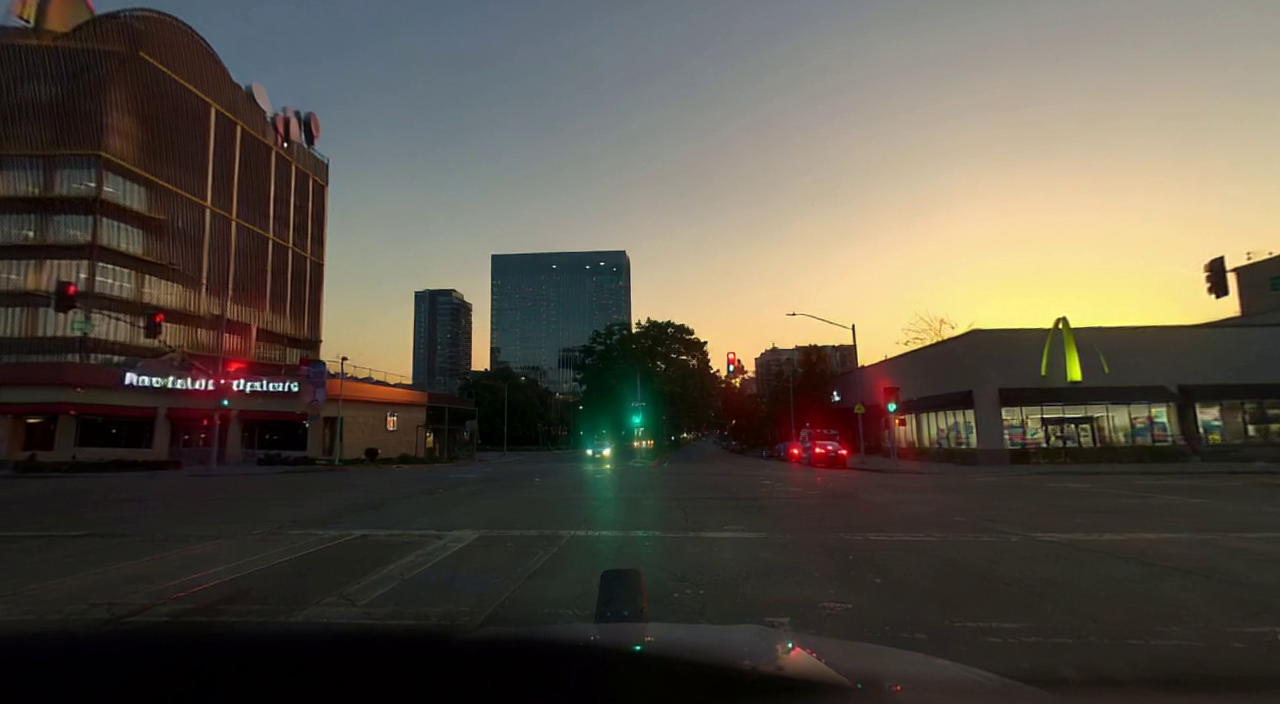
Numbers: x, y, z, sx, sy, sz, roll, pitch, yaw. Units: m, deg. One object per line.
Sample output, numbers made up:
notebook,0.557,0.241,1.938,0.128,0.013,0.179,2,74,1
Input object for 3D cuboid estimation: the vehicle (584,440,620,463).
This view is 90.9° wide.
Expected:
vehicle,-2.512,6.699,42.491,2.104,1.468,4.195,0,-8,1
